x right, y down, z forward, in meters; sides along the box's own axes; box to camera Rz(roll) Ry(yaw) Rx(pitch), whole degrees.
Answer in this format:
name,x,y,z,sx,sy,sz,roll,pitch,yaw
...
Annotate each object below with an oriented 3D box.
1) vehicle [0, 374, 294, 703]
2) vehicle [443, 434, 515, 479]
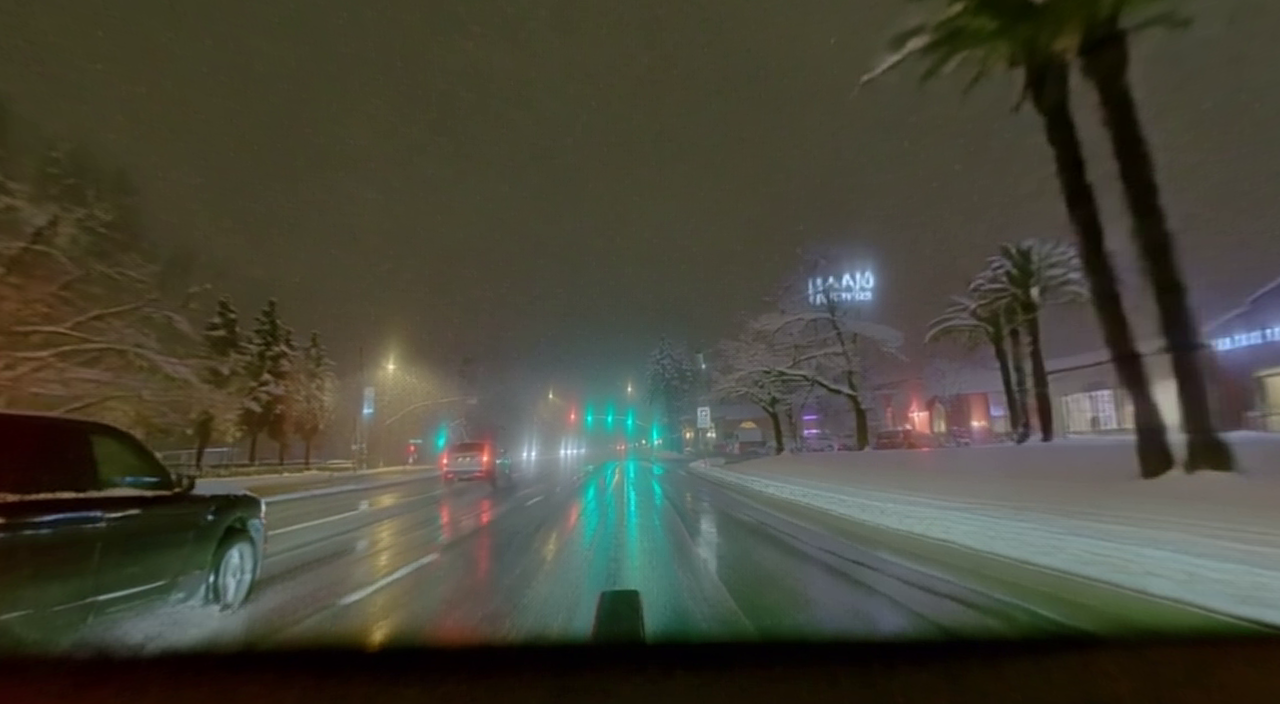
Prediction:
name,x,y,z,sx,sy,sz,roll,pitch,yaw
vehicle,-4.000,0.996,3.274,2.041,1.666,4.182,0,-8,-1
vehicle,-7.125,4.658,28.342,2.136,1.844,4.363,0,-8,-1
